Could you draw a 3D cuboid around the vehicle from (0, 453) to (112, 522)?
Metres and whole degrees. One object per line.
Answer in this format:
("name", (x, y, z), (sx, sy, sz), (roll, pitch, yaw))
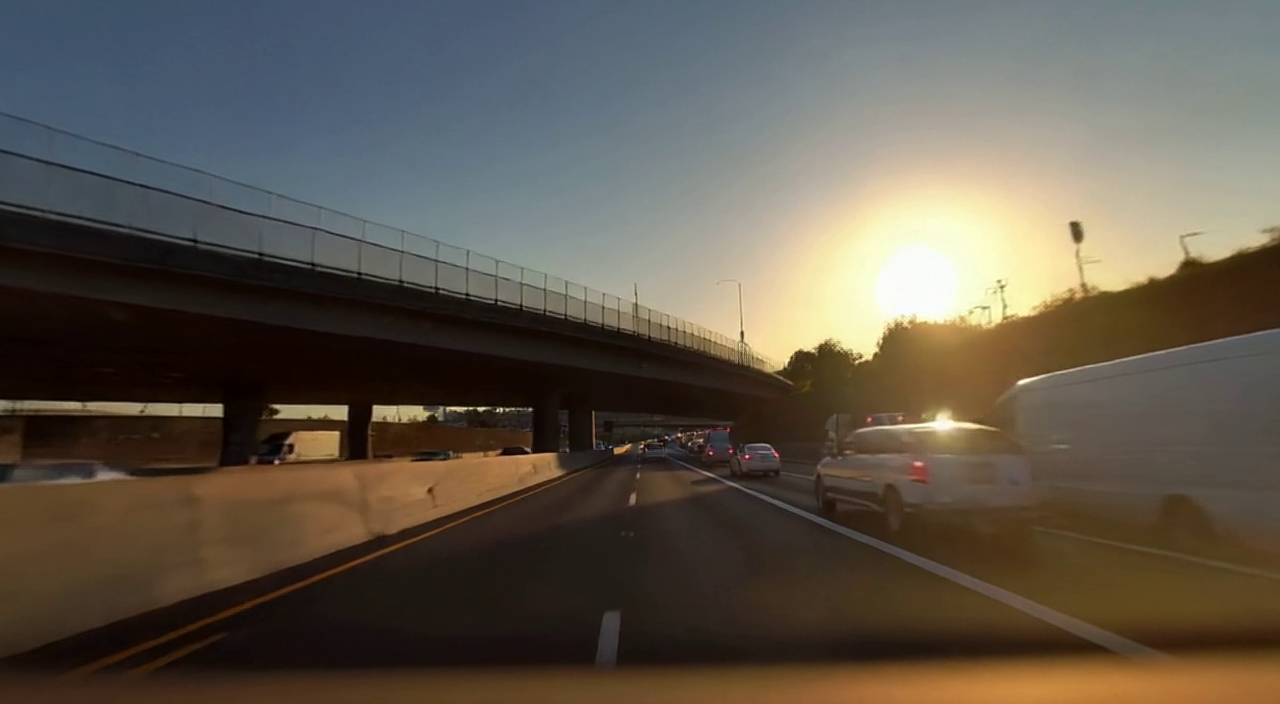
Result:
("vehicle", (-15.723, 3.286, 15.440), (1.855, 1.550, 4.300), (0, -8, 1))

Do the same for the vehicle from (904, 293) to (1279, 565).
("vehicle", (8.876, 1.607, 12.165), (2.782, 3.144, 11.091), (0, -8, 0))

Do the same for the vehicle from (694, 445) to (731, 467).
("vehicle", (5.036, 7.262, 44.148), (1.987, 1.448, 4.356), (0, -8, -1))

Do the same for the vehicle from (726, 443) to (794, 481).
("vehicle", (5.084, 4.711, 27.470), (1.959, 1.483, 5.135), (0, -8, 0))

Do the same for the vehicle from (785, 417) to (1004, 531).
("vehicle", (4.637, 2.303, 12.562), (2.201, 1.804, 4.801), (0, -9, -2))
